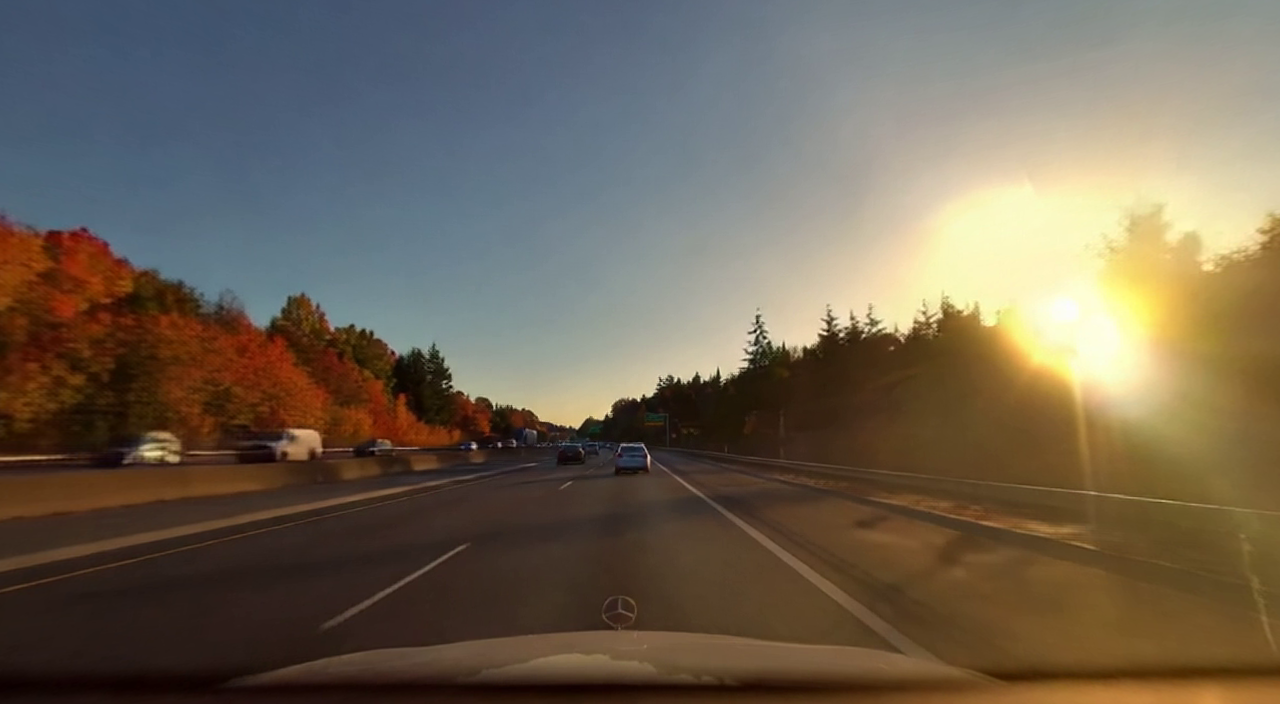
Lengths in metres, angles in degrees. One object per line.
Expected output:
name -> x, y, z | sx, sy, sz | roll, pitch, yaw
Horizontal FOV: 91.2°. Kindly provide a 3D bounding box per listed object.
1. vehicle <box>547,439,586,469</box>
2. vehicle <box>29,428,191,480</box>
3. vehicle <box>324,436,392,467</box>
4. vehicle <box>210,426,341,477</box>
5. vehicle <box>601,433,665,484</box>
vehicle -> -4.560, 6.414, 39.519 | 1.974, 1.688, 4.727 | -1, -9, 0
vehicle -> -18.300, 3.556, 21.975 | 1.873, 1.586, 4.367 | -1, -9, 0
vehicle -> -14.543, 5.168, 32.568 | 1.800, 1.517, 4.110 | 0, -9, -3
vehicle -> -13.067, 3.621, 22.890 | 1.995, 1.636, 4.605 | -1, -9, 0
vehicle -> -0.243, 3.844, 22.785 | 2.115, 1.661, 4.049 | 0, -9, 0
